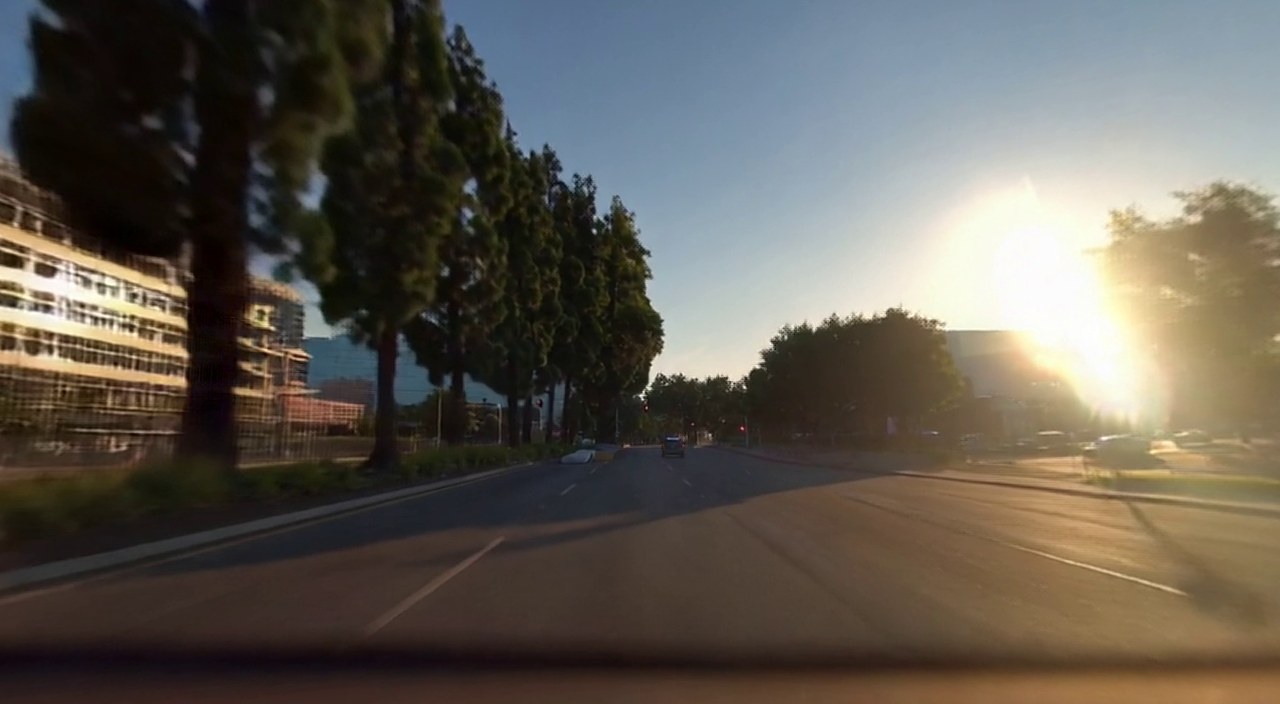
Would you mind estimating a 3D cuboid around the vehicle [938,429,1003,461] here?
[{"bbox_3d":[20.499,5.760,39.481,2.222,1.742,5.231,0,-7,12],"label":"vehicle"}]

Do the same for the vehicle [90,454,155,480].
[{"bbox_3d":[-30.414,6.725,37.088,4.351,1.413,1.878,-7,-11,38],"label":"vehicle"}]
